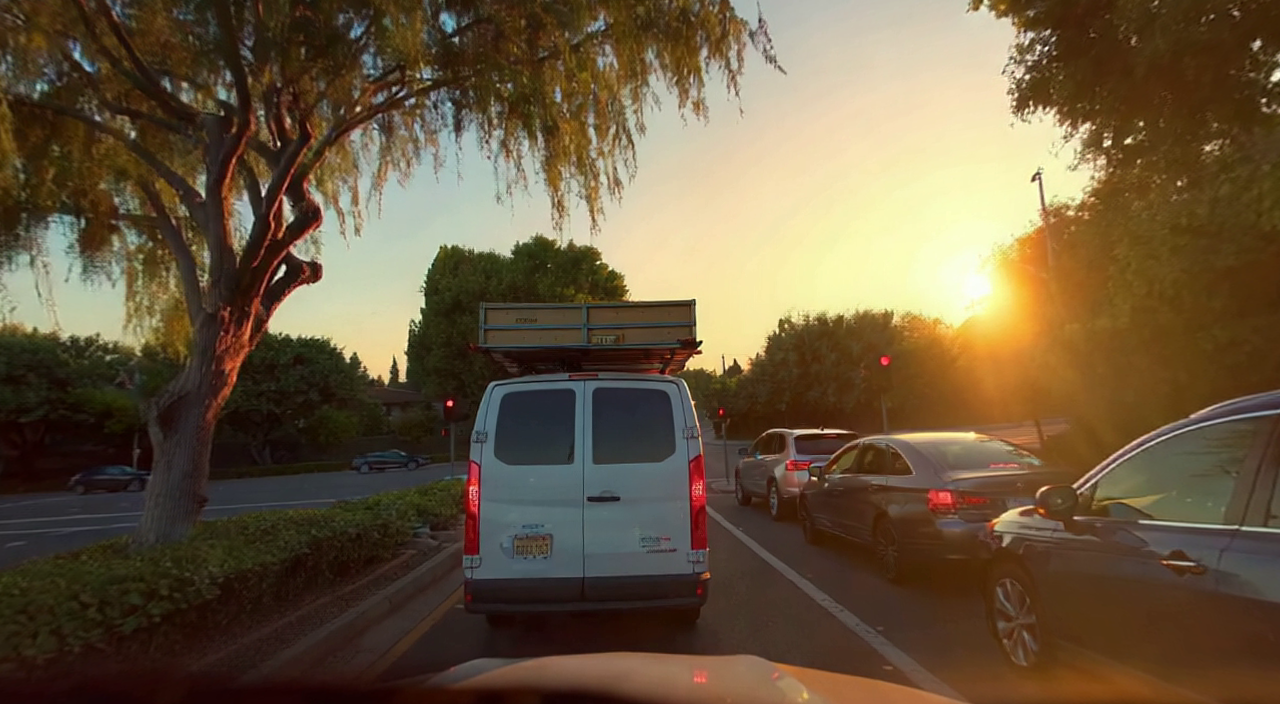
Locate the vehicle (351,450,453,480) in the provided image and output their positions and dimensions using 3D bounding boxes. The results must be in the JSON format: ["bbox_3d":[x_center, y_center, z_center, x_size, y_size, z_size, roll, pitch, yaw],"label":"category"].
[{"bbox_3d":[-12.560,5.945,33.425,4.708,1.474,1.871,5,-10,-30],"label":"vehicle"}]

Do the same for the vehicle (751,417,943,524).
[{"bbox_3d":[3.703,2.214,12.287,2.024,1.692,4.252,1,-9,-4],"label":"vehicle"}]

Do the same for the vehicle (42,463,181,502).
[{"bbox_3d":[-24.267,5.982,29.174,4.501,1.613,1.852,1,-9,-8],"label":"vehicle"}]

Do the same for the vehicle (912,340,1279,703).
[{"bbox_3d":[3.464,0.936,3.413,1.965,1.671,4.146,0,-9,-3],"label":"vehicle"}]

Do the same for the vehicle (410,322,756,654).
[{"bbox_3d":[-0.360,1.154,6.197,2.145,2.089,4.309,0,-9,0],"label":"vehicle"}]
